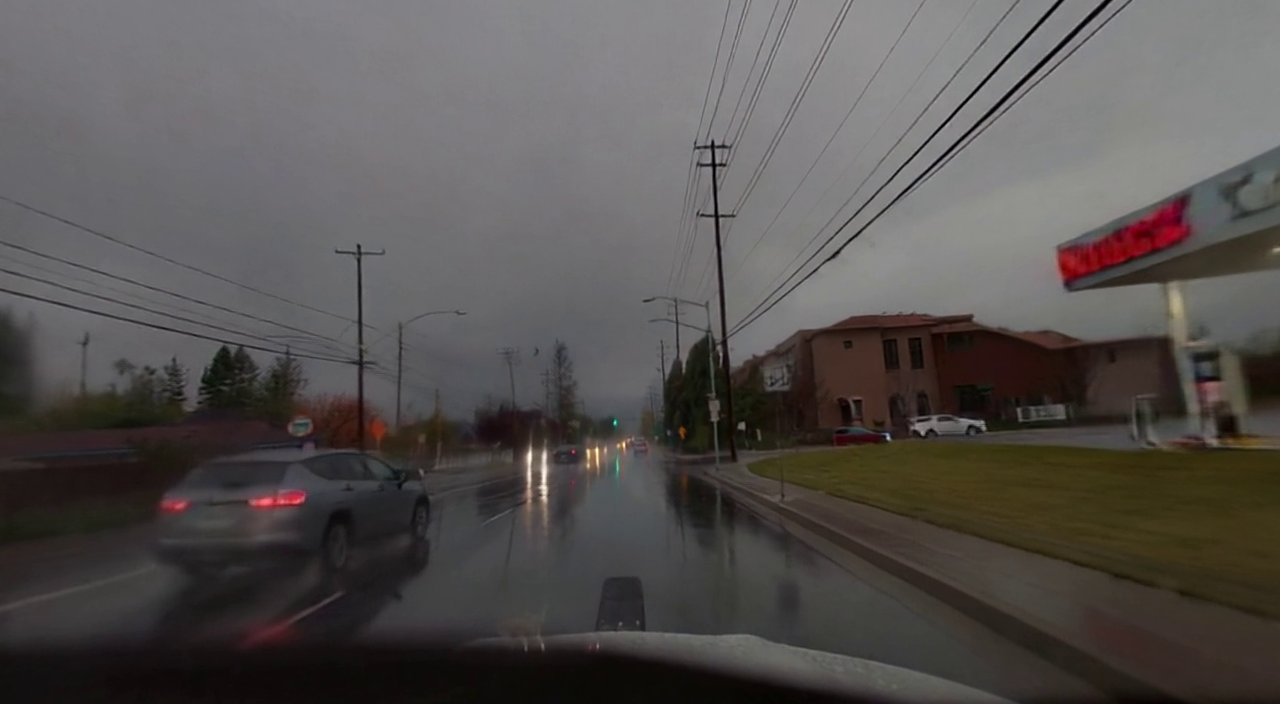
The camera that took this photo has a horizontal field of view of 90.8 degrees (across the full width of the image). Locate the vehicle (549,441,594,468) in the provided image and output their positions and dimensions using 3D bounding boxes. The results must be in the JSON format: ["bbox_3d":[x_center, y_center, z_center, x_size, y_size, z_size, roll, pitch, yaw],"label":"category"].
[{"bbox_3d":[-3.807,5.784,35.852,1.943,1.455,4.414,0,-8,1],"label":"vehicle"}]

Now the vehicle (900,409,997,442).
[{"bbox_3d":[19.040,4.588,39.202,4.817,1.919,2.308,-1,-8,8],"label":"vehicle"}]

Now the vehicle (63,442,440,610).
[{"bbox_3d":[-4.103,1.845,7.818,1.704,1.430,4.587,0,-8,1],"label":"vehicle"}]

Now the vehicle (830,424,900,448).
[{"bbox_3d":[14.166,5.332,39.965,3.830,1.474,1.771,-2,-8,9],"label":"vehicle"}]
